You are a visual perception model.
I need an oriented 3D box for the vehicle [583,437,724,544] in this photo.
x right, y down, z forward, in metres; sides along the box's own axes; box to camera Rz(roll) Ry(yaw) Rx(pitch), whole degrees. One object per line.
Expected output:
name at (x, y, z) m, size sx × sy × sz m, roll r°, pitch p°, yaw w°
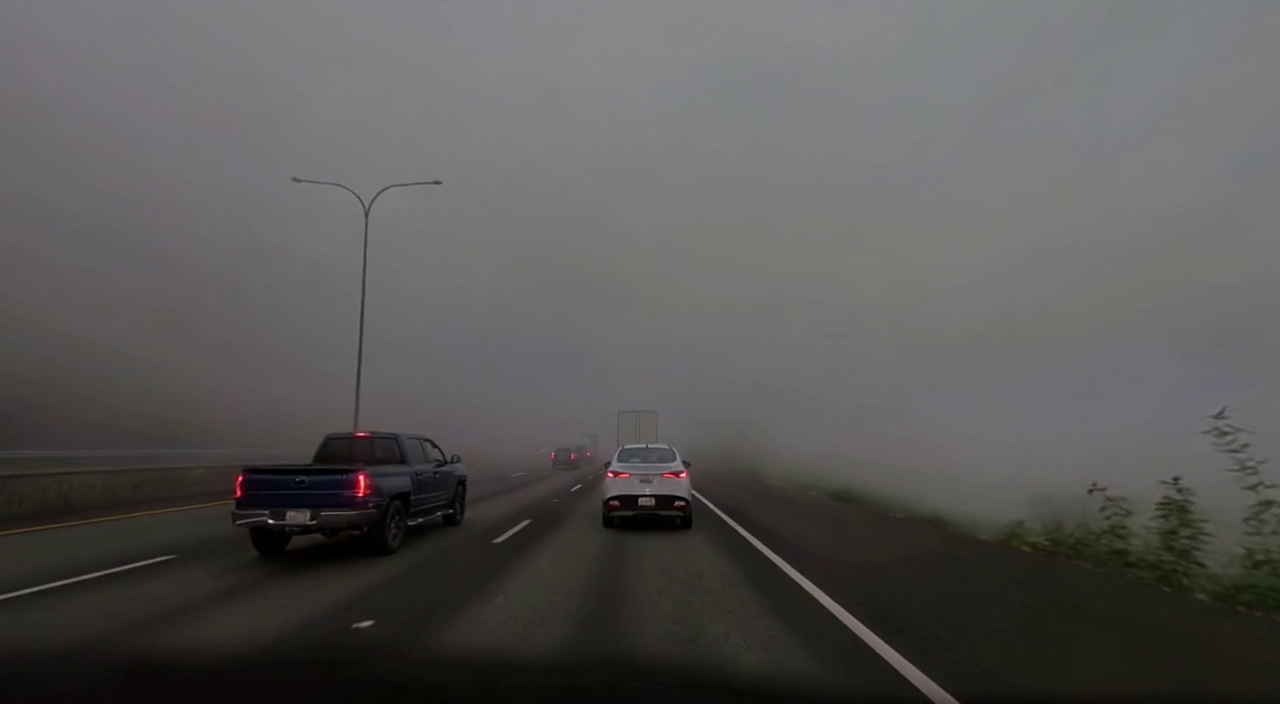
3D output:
vehicle at (0.188, 2.231, 10.669) m, size 1.995 × 1.495 × 3.380 m, roll 0°, pitch -9°, yaw 0°

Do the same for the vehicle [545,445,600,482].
vehicle at (-2.855, 4.804, 27.304) m, size 1.998 × 1.466 × 3.684 m, roll 0°, pitch -9°, yaw 0°

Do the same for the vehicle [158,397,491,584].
vehicle at (-3.691, 1.738, 8.665) m, size 2.051 × 1.829 × 4.736 m, roll 0°, pitch -9°, yaw 1°
